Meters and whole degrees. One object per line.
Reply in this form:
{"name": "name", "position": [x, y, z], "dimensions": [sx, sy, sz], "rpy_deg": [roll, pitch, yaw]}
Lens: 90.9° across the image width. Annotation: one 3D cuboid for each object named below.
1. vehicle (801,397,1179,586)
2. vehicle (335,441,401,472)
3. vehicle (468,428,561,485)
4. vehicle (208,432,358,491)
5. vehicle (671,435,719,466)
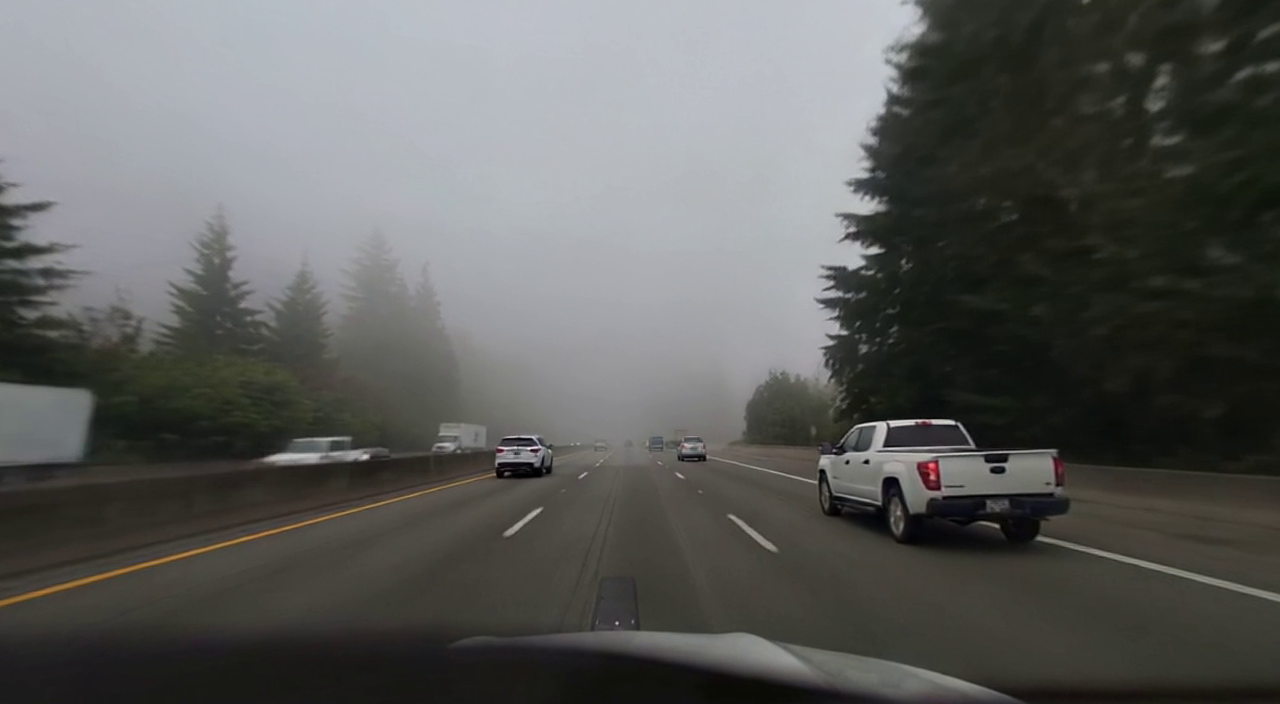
{"name": "vehicle", "position": [3.696, 1.544, 7.970], "dimensions": [1.949, 1.639, 4.748], "rpy_deg": [0, -8, -2]}
{"name": "vehicle", "position": [-15.789, 6.065, 36.845], "dimensions": [1.935, 1.619, 4.445], "rpy_deg": [0, -8, -2]}
{"name": "vehicle", "position": [-3.884, 3.323, 20.447], "dimensions": [2.011, 1.614, 4.808], "rpy_deg": [0, -8, 0]}
{"name": "vehicle", "position": [-11.660, 3.569, 21.120], "dimensions": [2.084, 1.704, 5.029], "rpy_deg": [0, -8, 0]}
{"name": "vehicle", "position": [2.752, 5.042, 32.600], "dimensions": [1.990, 1.480, 3.865], "rpy_deg": [0, -8, -2]}
